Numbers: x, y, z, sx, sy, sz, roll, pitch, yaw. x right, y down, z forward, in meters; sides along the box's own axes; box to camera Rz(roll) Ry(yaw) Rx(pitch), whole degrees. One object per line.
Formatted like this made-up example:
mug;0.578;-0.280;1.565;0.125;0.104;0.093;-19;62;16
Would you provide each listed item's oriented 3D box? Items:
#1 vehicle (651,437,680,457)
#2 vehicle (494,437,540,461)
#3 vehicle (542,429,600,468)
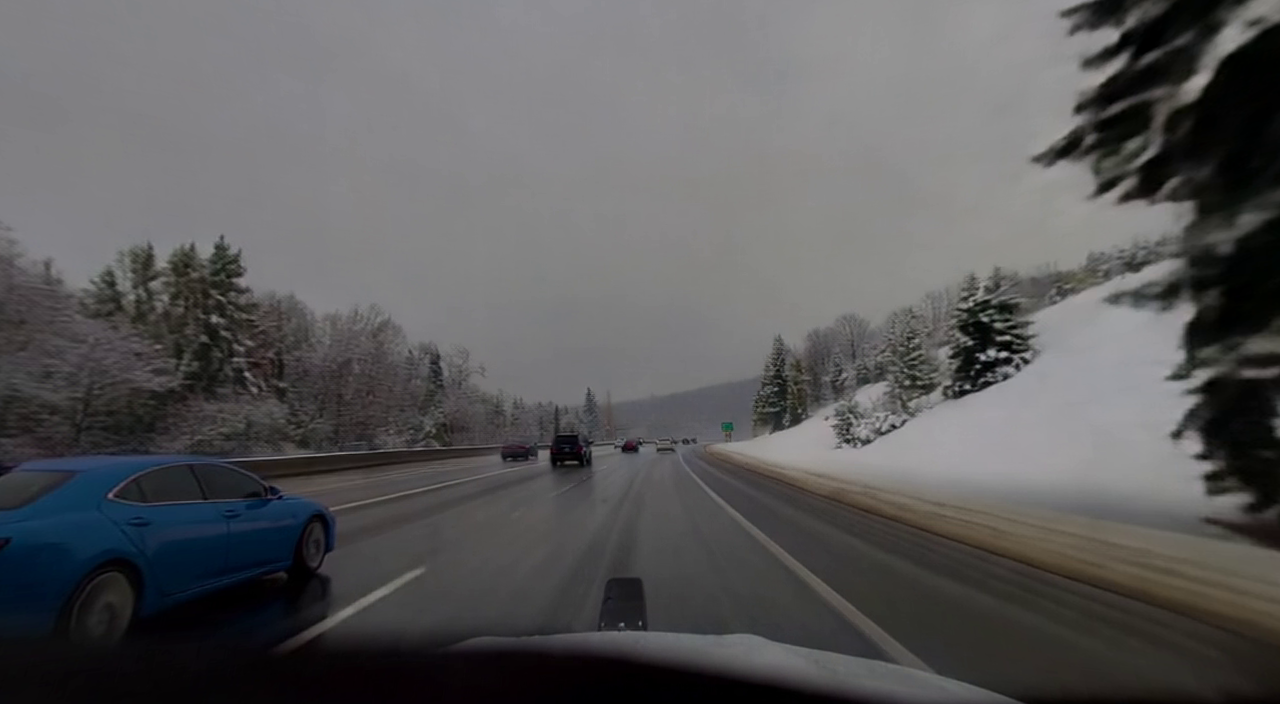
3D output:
vehicle;1.972;7.253;48.195;2.113;1.464;4.073;0;-8;4
vehicle;-7.587;6.034;39.320;1.883;1.411;4.053;0;-8;3
vehicle;-3.258;4.662;30.534;2.071;1.716;4.363;0;-8;3
